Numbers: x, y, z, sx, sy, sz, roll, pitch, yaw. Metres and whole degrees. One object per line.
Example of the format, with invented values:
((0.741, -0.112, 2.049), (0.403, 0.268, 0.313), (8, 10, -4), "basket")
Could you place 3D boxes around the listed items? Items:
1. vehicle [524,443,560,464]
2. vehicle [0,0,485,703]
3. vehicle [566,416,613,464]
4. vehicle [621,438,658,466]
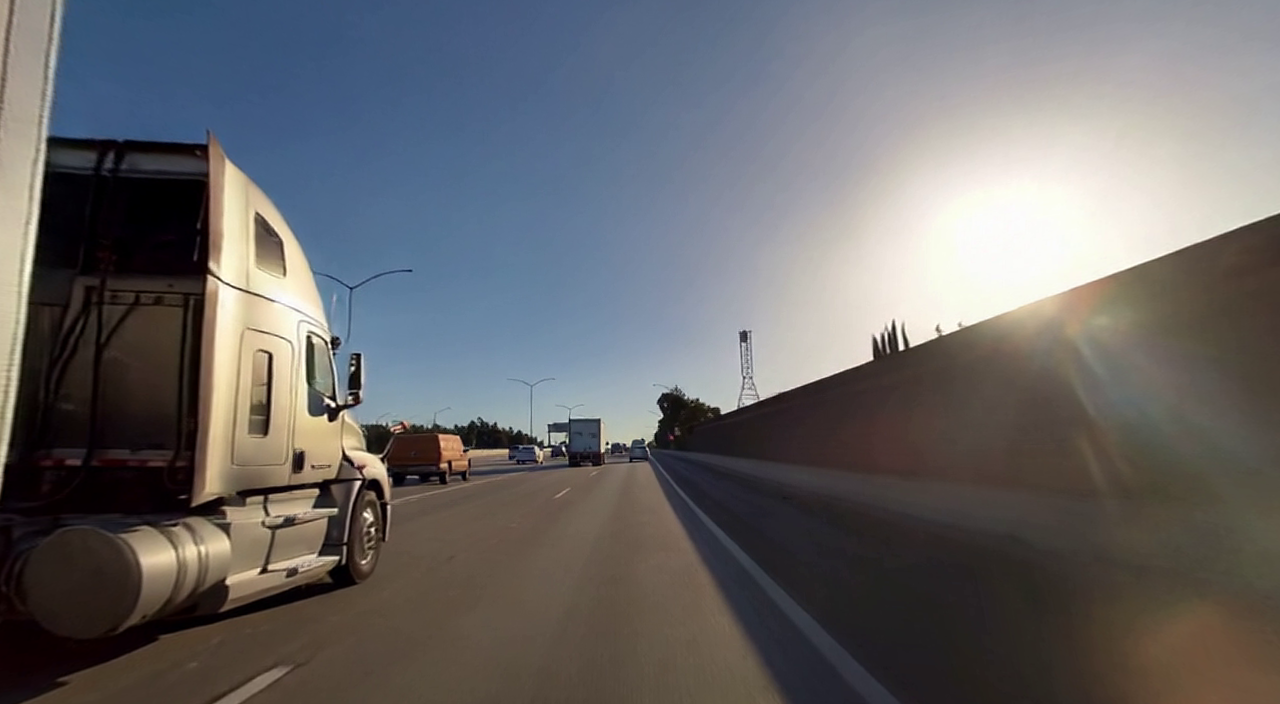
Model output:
((-7.295, 7.575, 47.101), (1.962, 1.489, 4.002), (0, -9, 1), "vehicle")
((-3.792, 0.433, 4.141), (3.025, 3.266, 9.256), (0, -9, 1), "vehicle")
((-3.753, 6.870, 48.799), (2.956, 3.331, 9.575), (0, -9, -1), "vehicle")
((-0.033, 6.250, 39.443), (2.178, 1.640, 4.071), (0, -9, 0), "vehicle")
